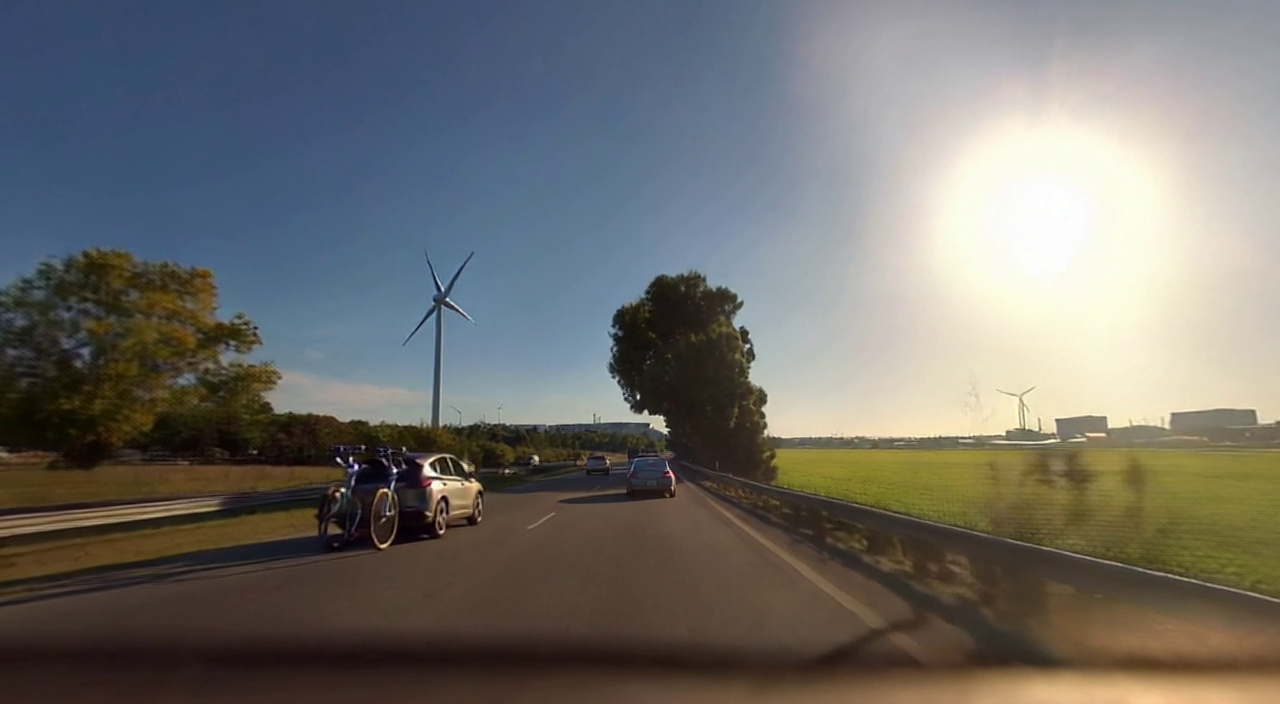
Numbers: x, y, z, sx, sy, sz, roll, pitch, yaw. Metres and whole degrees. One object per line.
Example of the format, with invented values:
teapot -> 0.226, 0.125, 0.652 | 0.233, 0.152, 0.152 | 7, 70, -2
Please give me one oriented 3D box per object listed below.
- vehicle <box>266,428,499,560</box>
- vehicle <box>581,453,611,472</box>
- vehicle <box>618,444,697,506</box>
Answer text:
vehicle -> -3.795, 2.159, 10.240 | 1.962, 1.681, 4.033 | -1, -9, 2
vehicle -> -3.416, 8.727, 49.917 | 2.059, 1.455, 4.205 | 0, -9, 1
vehicle -> 0.474, 3.532, 18.487 | 2.063, 1.582, 3.955 | 0, -9, 1
